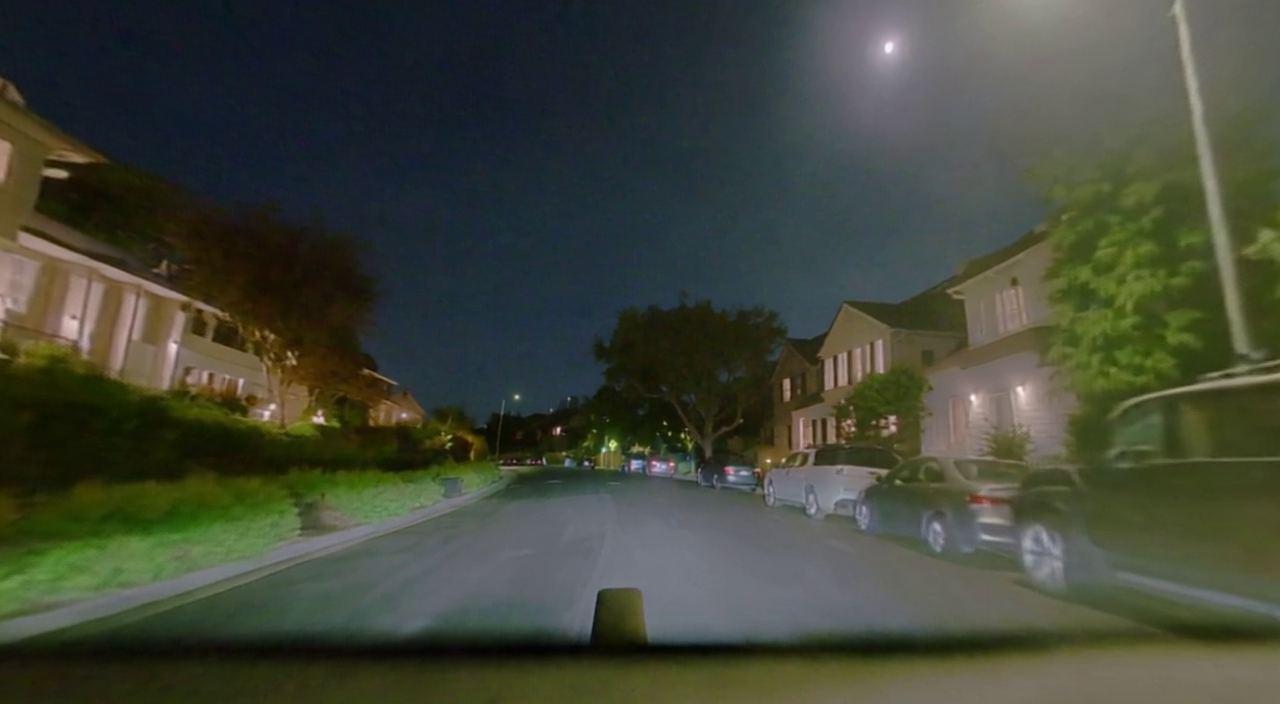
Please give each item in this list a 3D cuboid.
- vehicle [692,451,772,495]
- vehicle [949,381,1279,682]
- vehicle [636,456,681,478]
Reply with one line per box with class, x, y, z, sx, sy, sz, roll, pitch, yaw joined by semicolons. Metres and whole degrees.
vehicle;4.142;5.543;29.441;2.111;1.771;4.942;2;-9;-11
vehicle;5.441;1.333;5.109;2.715;1.900;6.163;1;-9;-1
vehicle;1.371;8.888;48.994;2.193;1.504;4.576;2;-9;-15
